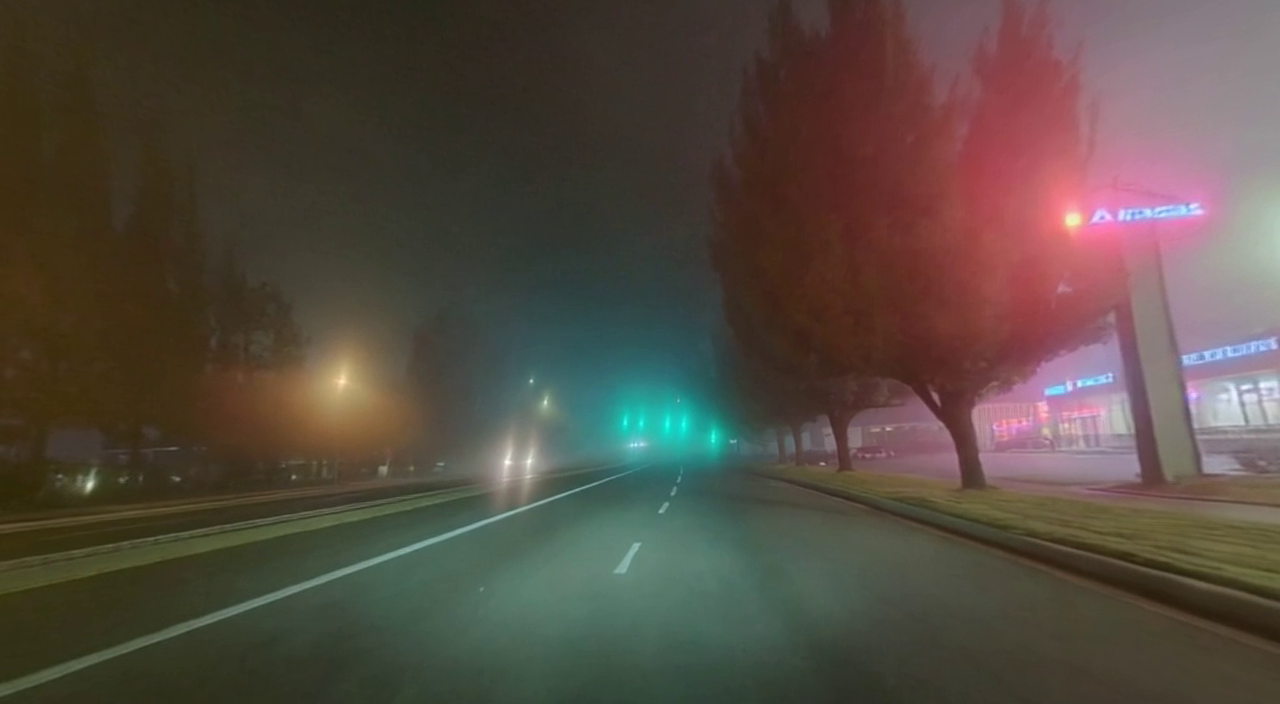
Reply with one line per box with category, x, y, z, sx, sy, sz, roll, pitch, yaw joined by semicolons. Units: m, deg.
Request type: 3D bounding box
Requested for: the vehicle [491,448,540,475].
vehicle;-8.893;7.846;45.373;2.209;1.773;4.481;-1;-9;5
